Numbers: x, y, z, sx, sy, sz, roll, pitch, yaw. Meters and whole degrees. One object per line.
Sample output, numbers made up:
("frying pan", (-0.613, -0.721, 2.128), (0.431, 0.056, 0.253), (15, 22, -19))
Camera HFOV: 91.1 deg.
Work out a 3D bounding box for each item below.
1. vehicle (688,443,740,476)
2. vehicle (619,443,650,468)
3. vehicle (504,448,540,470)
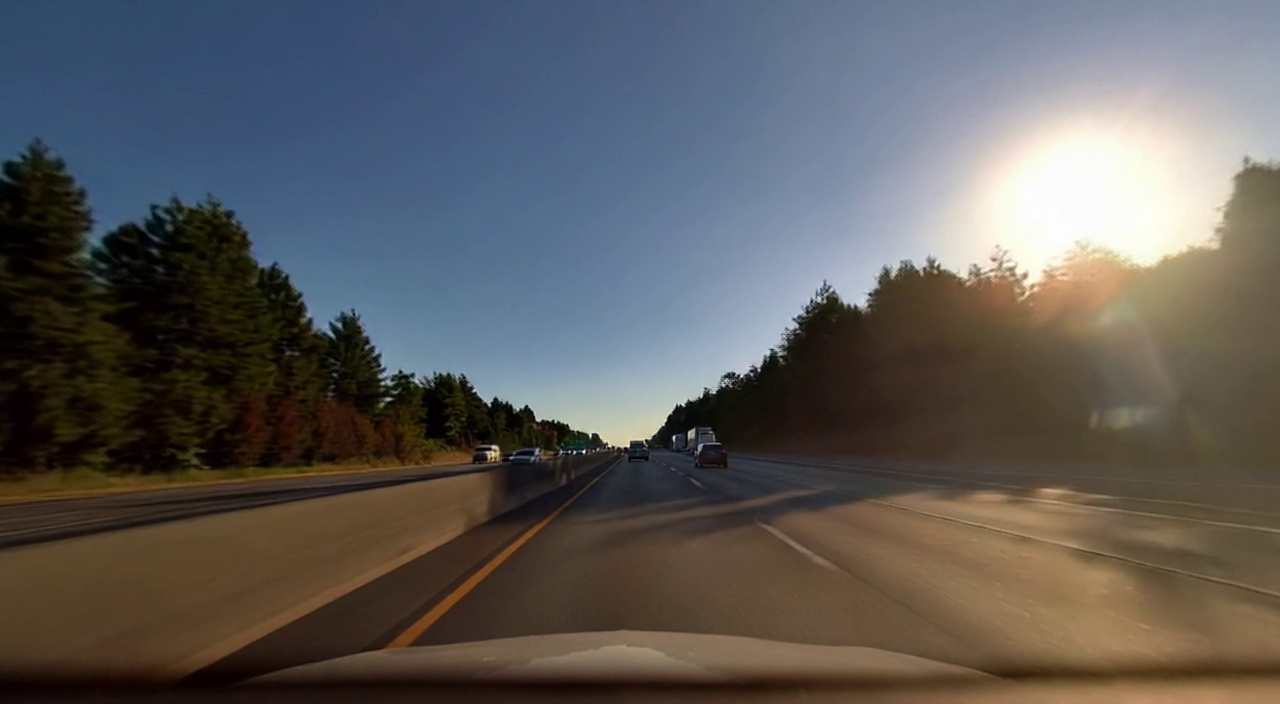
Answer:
("vehicle", (3.681, 5.466, 32.045), (2.025, 1.534, 4.179), (0, -9, -1))
("vehicle", (-0.383, 7.381, 44.948), (2.114, 1.706, 4.106), (0, -9, -1))
("vehicle", (-8.998, 8.185, 48.294), (1.945, 1.578, 4.576), (0, -9, 0))
